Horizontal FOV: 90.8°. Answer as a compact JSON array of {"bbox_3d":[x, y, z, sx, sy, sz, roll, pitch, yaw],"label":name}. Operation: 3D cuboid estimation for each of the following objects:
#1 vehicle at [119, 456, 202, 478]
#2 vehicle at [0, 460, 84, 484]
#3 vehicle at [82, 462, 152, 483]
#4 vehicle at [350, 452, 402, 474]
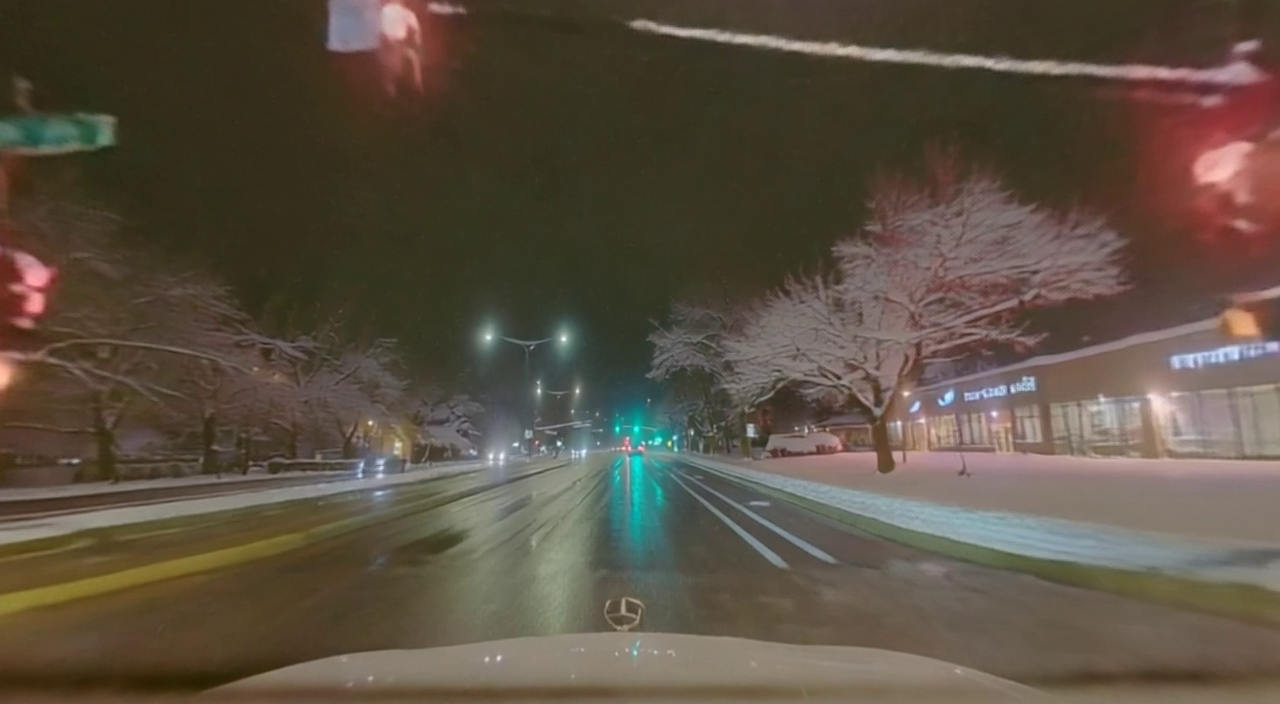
[{"bbox_3d":[-37.237,8.920,49.125,4.772,1.580,2.040,0,-8,1],"label":"vehicle"},{"bbox_3d":[-37.014,7.406,39.090,3.470,1.401,1.748,0,-8,-1],"label":"vehicle"},{"bbox_3d":[-36.609,8.461,44.277,3.395,1.354,1.608,1,-8,-4],"label":"vehicle"},{"bbox_3d":[-19.252,8.072,46.219,1.825,1.457,4.454,0,-8,1],"label":"vehicle"}]
